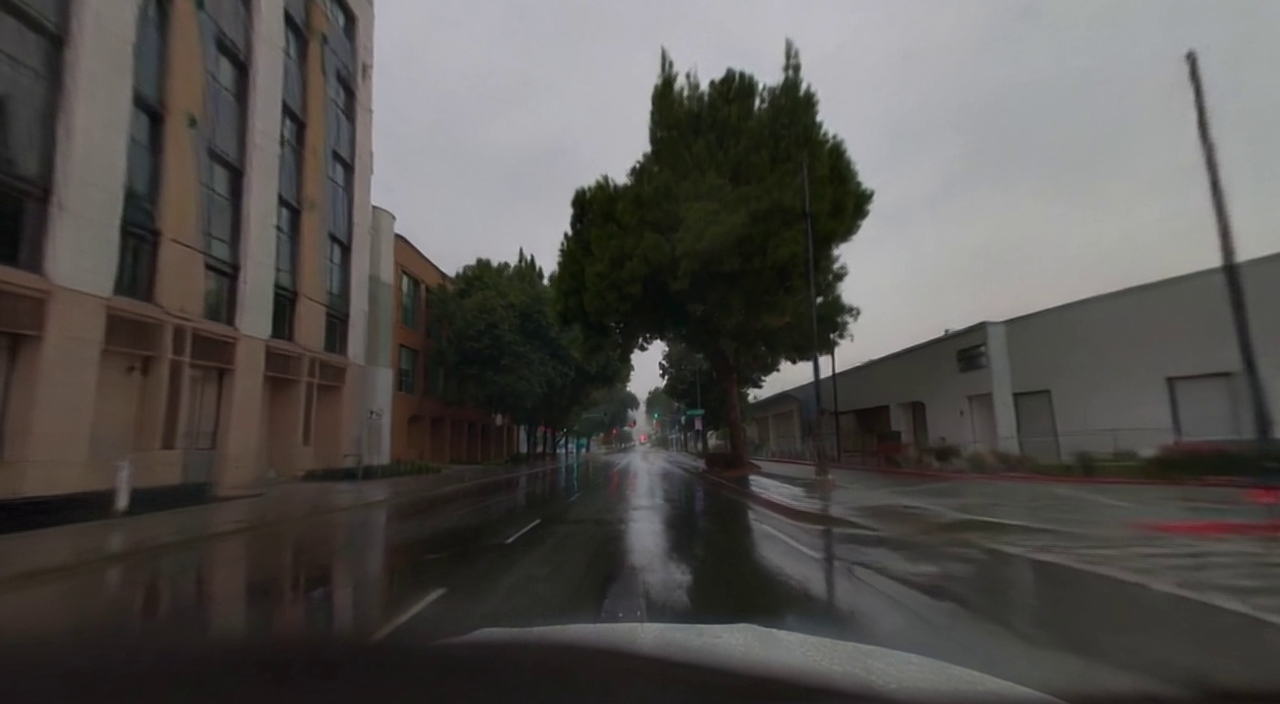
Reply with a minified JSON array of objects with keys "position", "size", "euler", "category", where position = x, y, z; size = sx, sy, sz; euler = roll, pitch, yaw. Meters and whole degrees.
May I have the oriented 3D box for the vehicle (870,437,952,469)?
[{"position":[14.735,5.488,34.291],"size":[3.627,1.567,1.774],"euler":[-2,-7,1],"category":"vehicle"}]
